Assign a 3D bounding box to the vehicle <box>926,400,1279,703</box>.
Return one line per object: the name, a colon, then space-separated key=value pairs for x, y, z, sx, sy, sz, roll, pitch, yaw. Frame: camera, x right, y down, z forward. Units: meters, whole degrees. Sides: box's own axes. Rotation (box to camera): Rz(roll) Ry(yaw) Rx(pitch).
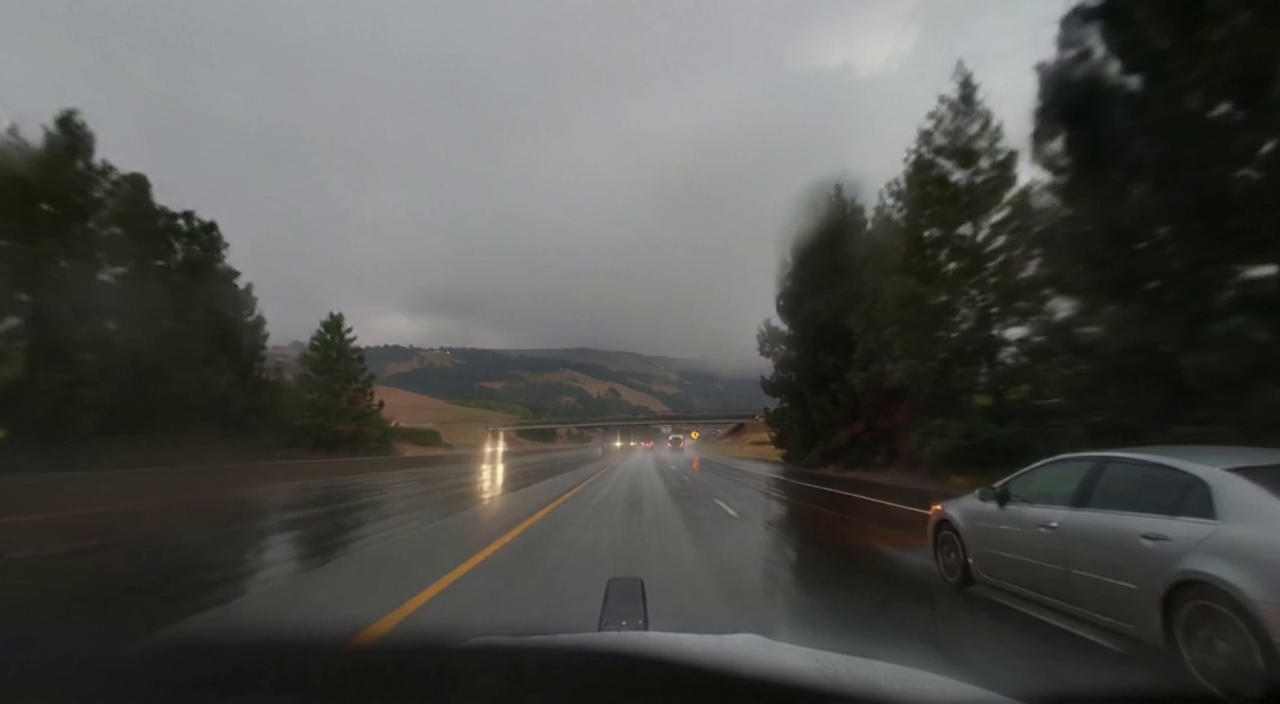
vehicle: x=4.019 y=1.137 z=4.123 sx=2.027 sy=1.487 sz=4.718 roll=0 pitch=-8 yaw=-1
